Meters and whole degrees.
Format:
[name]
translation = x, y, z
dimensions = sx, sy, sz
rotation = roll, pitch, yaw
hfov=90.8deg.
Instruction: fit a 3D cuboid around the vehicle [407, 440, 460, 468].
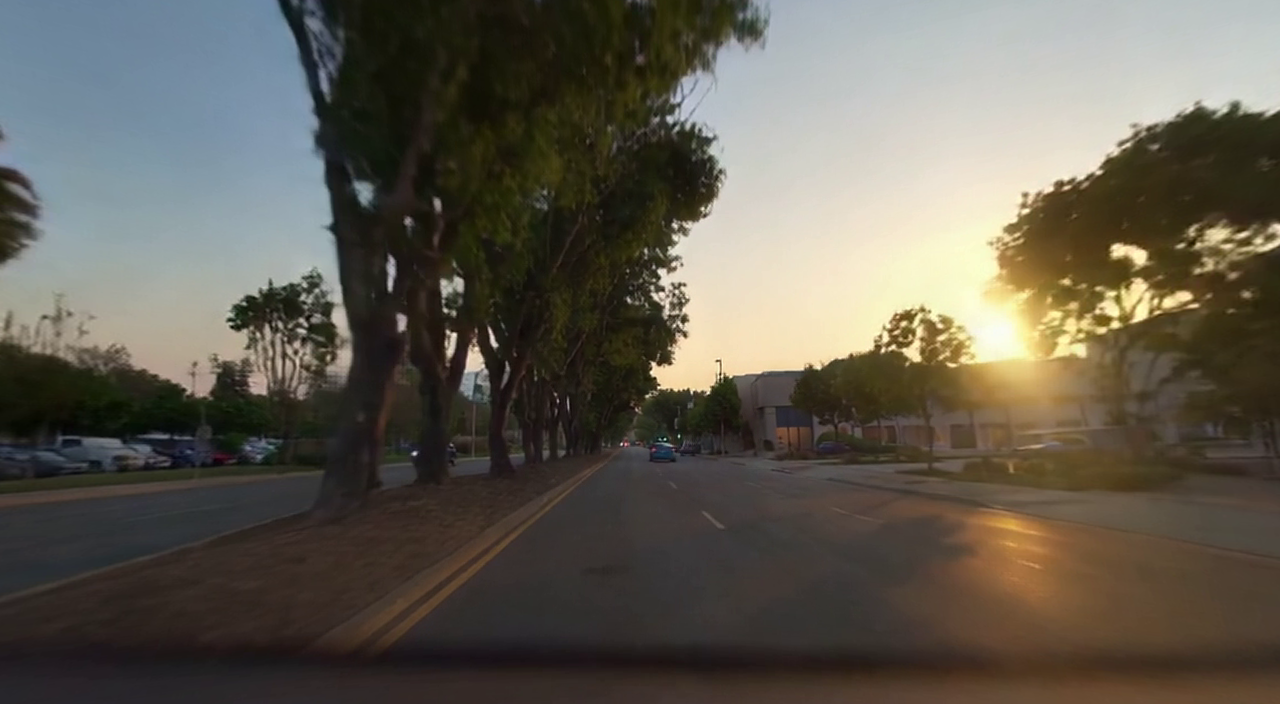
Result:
[vehicle]
translation = -15.507, 7.694, 47.772
dimensions = 2.141, 1.942, 5.474
rotation = 0, -8, 0
